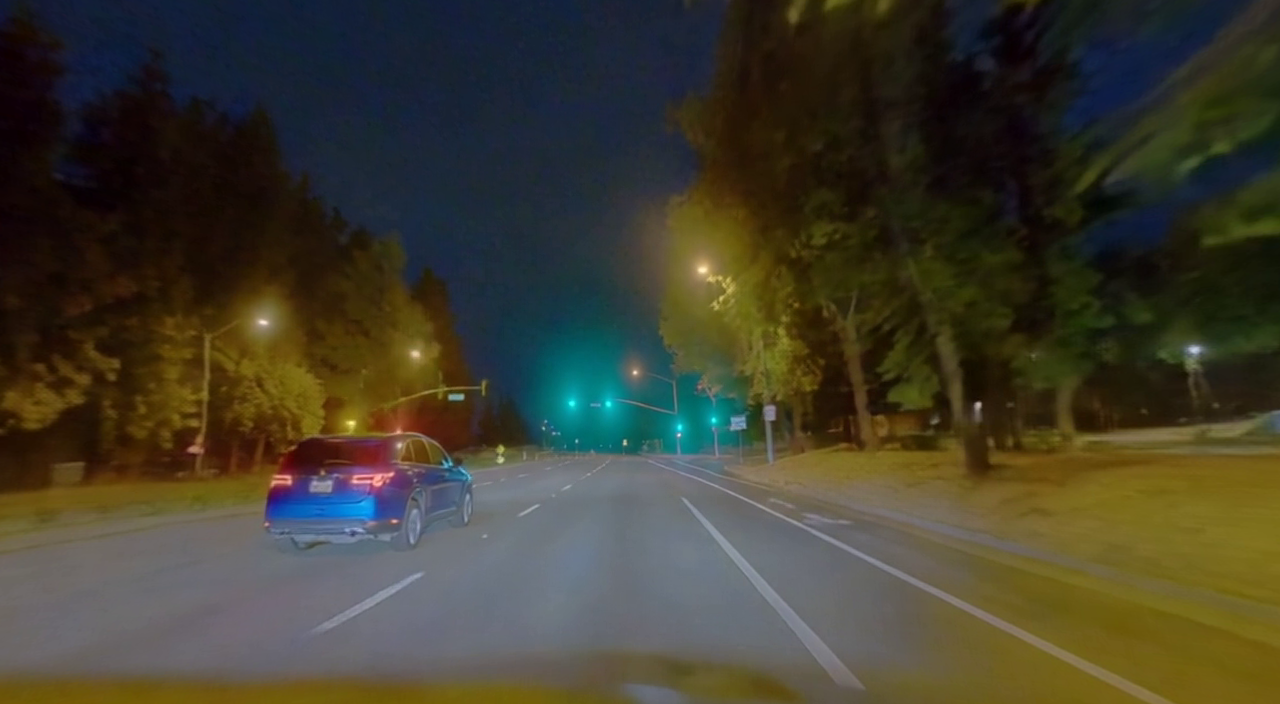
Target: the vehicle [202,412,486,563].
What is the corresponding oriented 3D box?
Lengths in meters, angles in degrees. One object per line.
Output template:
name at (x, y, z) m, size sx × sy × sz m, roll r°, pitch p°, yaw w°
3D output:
vehicle at (-3.953, 1.891, 9.529) m, size 2.121 × 1.724 × 4.392 m, roll 0°, pitch -9°, yaw 0°
